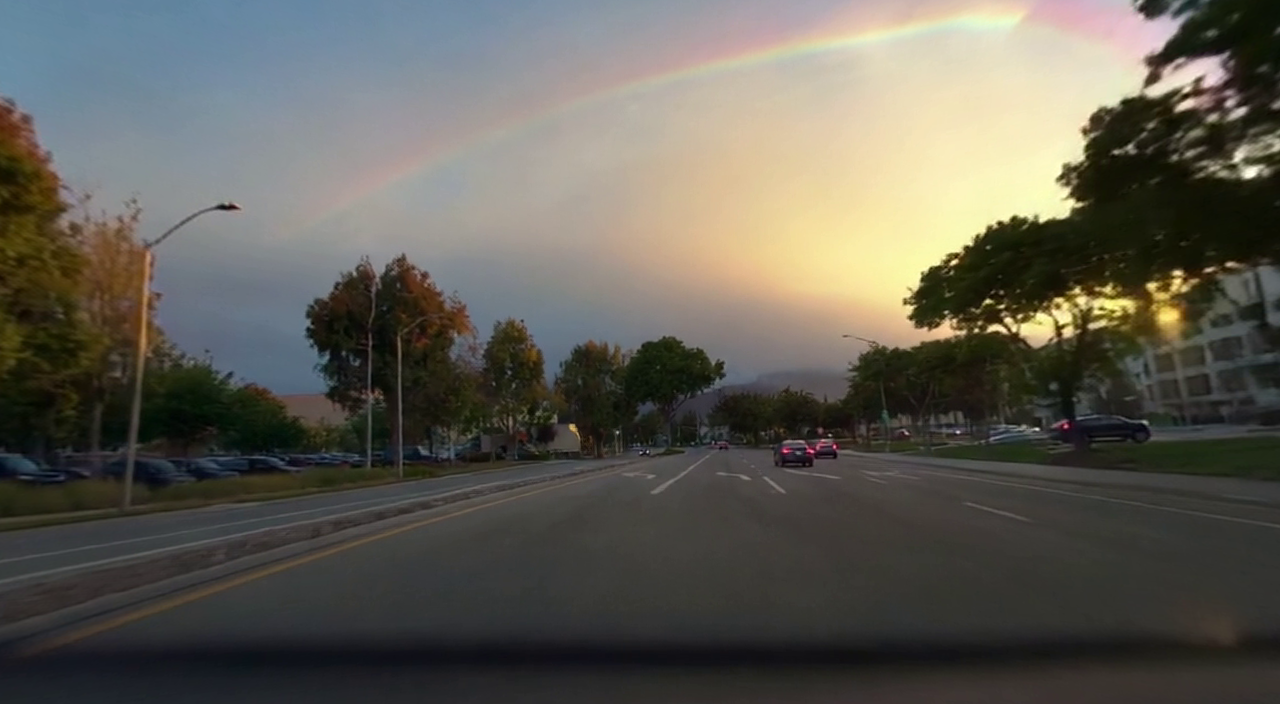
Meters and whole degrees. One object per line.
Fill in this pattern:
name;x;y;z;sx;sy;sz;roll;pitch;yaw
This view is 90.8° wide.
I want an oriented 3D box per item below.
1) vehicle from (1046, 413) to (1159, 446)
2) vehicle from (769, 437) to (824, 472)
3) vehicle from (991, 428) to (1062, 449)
vehicle;25.945;4.408;35.599;4.440;1.725;2.255;-2;-9;8
vehicle;7.832;5.154;32.021;2.181;1.639;4.127;-1;-9;7
vehicle;27.637;6.212;45.211;3.881;1.410;1.702;-1;-9;5
